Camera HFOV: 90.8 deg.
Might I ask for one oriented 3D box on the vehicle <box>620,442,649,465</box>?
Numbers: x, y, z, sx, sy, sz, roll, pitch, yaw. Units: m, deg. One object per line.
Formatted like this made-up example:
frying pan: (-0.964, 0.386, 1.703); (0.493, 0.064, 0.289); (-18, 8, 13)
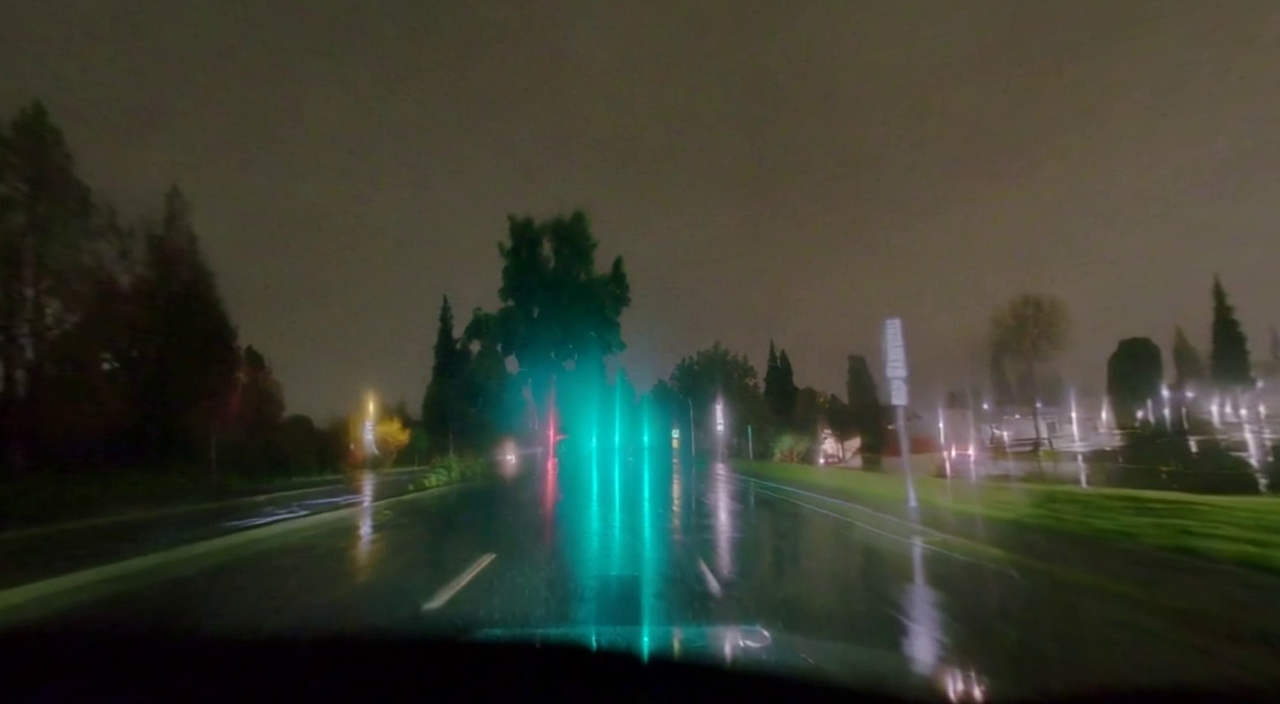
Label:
vehicle: (-0.459, 7.473, 46.769); (2.045, 1.613, 4.210); (0, -8, -1)
